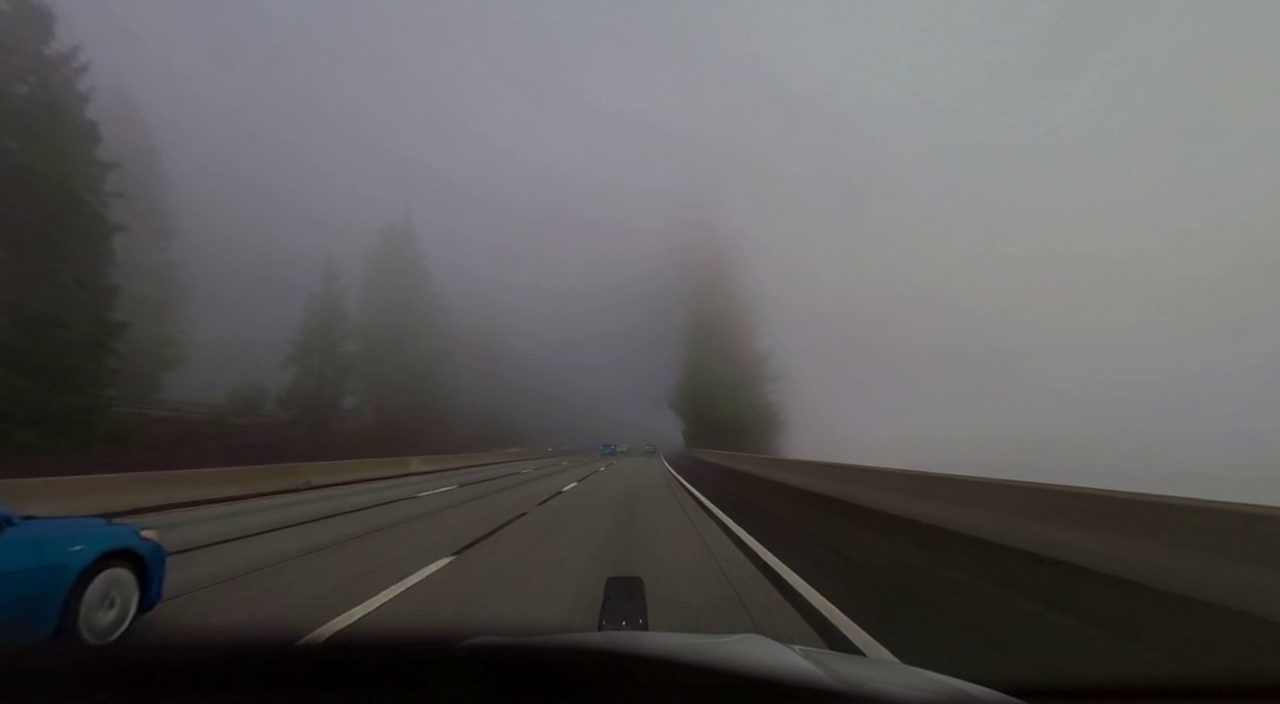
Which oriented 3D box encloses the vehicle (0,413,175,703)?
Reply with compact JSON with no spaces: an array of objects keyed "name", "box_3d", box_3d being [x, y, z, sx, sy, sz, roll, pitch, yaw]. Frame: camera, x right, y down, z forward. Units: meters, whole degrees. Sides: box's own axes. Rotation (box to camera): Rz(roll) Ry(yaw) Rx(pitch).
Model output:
[{"name":"vehicle","box_3d":[-4.125,0.864,1.876,1.996,1.454,4.495,-1,-8,1]}]
